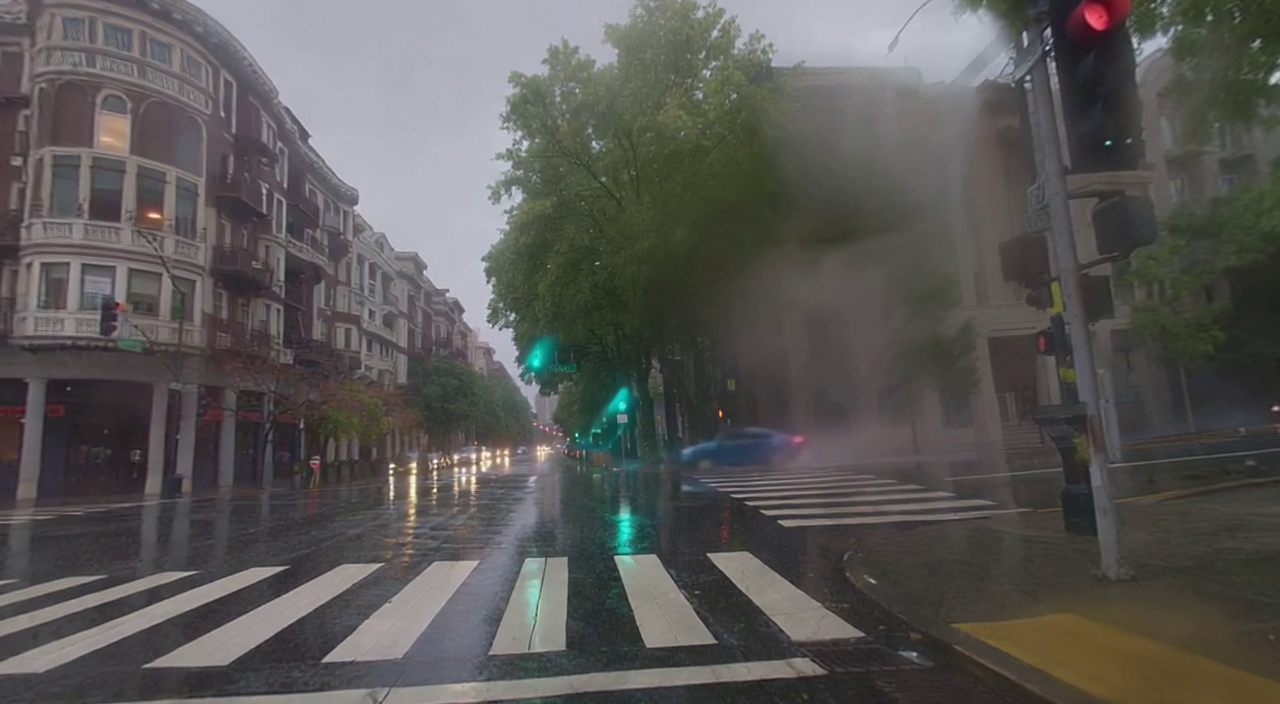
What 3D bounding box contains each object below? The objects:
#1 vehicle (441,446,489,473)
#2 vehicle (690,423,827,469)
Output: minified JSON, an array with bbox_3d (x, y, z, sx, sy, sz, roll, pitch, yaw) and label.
[{"bbox_3d":[-10.503,6.461,38.154,2.196,1.503,4.371,1,-9,-8],"label":"vehicle"},{"bbox_3d":[4.371,3.526,23.764,4.626,1.636,2.004,1,-9,-10],"label":"vehicle"}]
